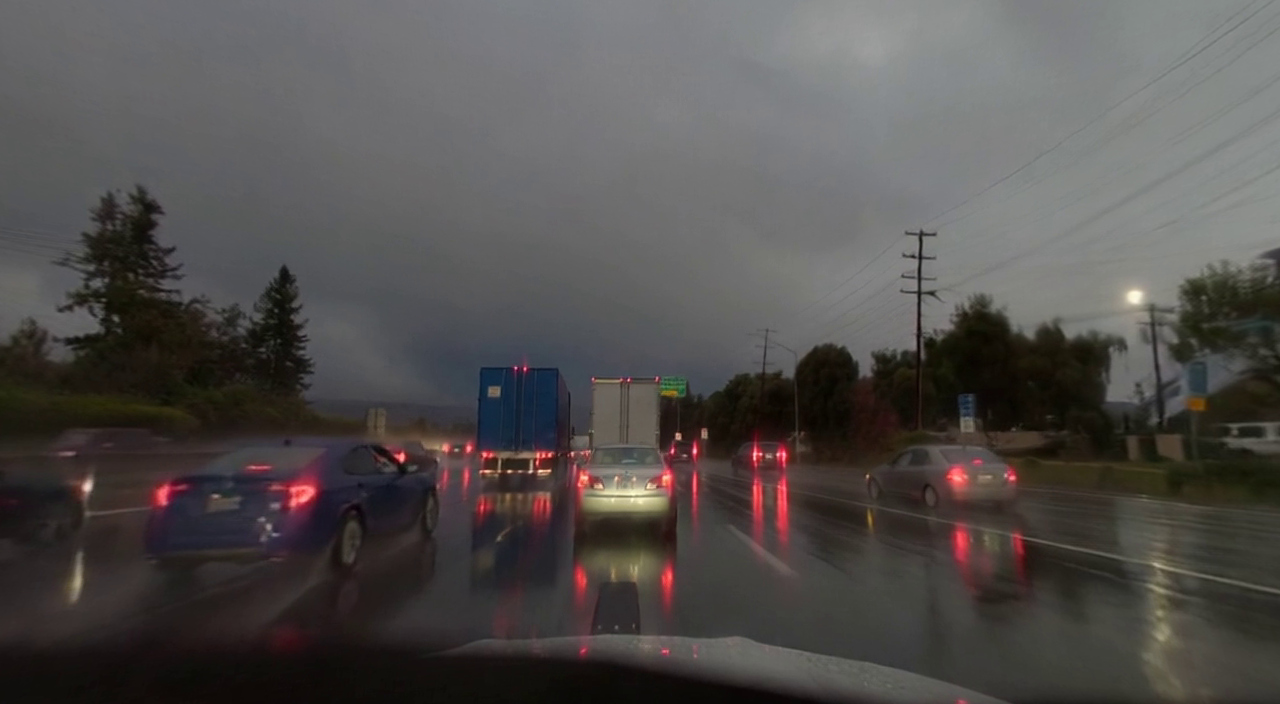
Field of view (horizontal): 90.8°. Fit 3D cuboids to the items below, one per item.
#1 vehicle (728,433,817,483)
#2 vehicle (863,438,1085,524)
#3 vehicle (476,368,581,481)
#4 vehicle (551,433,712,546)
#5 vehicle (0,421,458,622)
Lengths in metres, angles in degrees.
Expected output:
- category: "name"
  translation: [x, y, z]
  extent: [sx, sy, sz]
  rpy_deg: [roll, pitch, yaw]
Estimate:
- category: "vehicle"
  translation: [4.801, 3.930, 23.584]
  extent: [2.023, 1.676, 4.002]
  rpy_deg: [1, -9, -7]
- category: "vehicle"
  translation: [6.383, 2.489, 12.751]
  extent: [1.878, 1.406, 4.164]
  rpy_deg: [1, -9, -6]
- category: "vehicle"
  translation: [-5.079, 4.138, 33.072]
  extent: [3.150, 4.298, 17.928]
  rpy_deg: [0, -9, -3]
- category: "vehicle"
  translation: [-0.208, 2.113, 10.360]
  extent: [2.112, 1.463, 4.012]
  rpy_deg: [0, -9, -3]
- category: "vehicle"
  translation: [-3.814, 1.632, 7.207]
  extent: [2.090, 1.463, 4.968]
  rpy_deg: [0, -9, -1]
